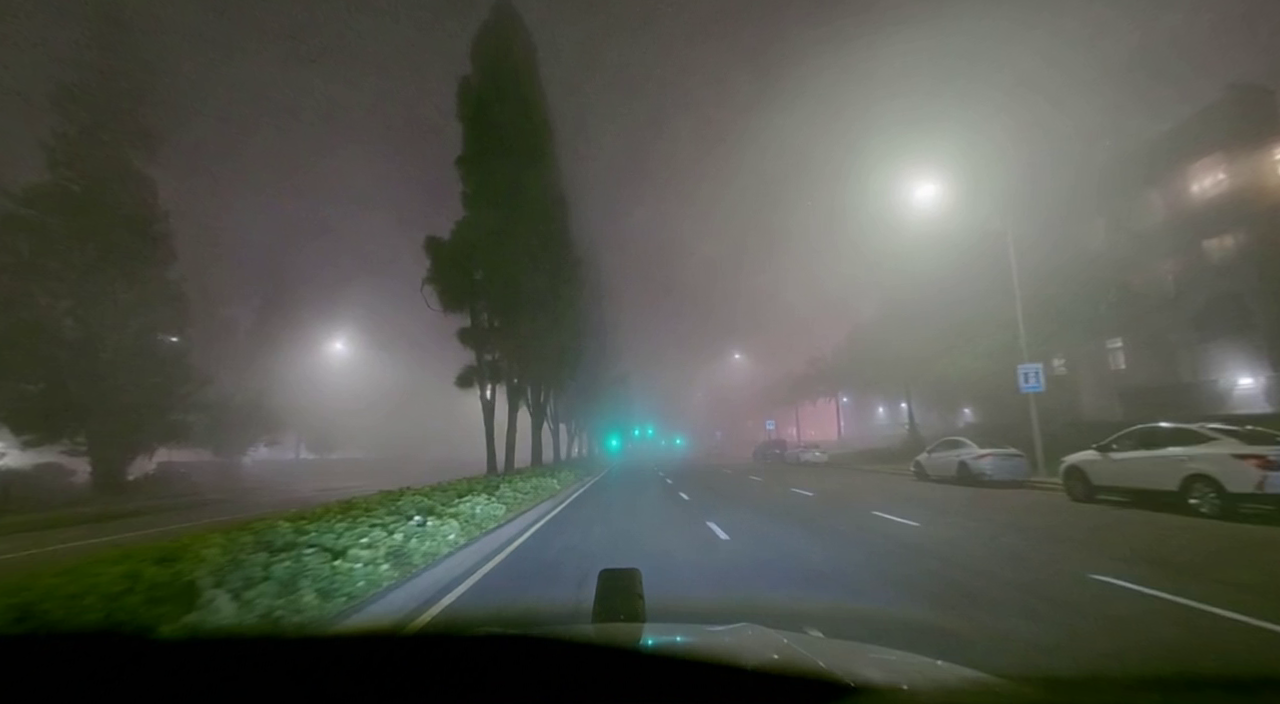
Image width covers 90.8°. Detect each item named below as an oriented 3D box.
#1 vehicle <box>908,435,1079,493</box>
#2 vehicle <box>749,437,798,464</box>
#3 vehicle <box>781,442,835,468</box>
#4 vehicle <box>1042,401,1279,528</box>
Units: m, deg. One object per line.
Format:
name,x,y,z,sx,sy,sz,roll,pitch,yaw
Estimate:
vehicle,10.115,3.235,18.690,2.011,1.466,4.989,0,-9,-3
vehicle,9.664,7.169,46.210,2.272,1.843,4.913,1,-9,-3
vehicle,9.953,6.118,37.750,1.964,1.477,4.459,0,-9,0
vehicle,10.208,2.018,11.771,2.064,1.827,5.201,0,-9,1
